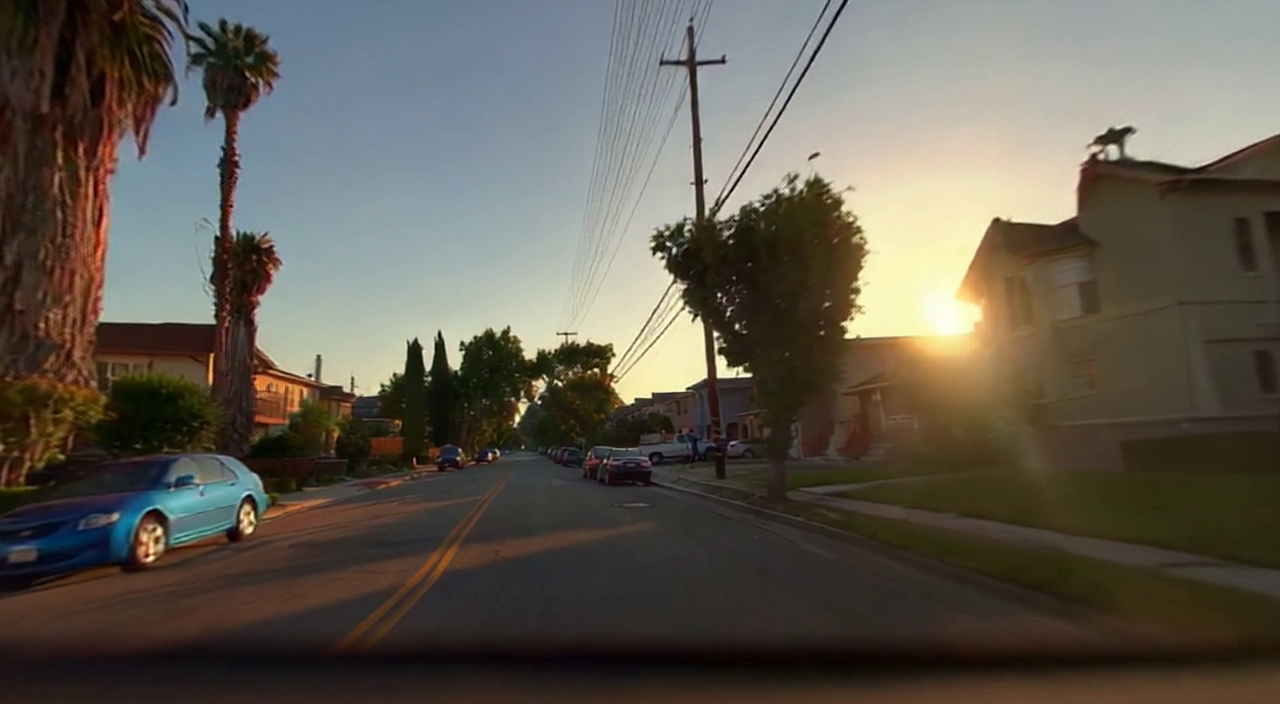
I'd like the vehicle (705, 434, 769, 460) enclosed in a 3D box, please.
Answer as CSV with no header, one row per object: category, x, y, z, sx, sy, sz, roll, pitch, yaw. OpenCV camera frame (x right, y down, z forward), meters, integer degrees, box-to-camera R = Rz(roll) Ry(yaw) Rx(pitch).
vehicle,7.247,7.152,47.514,4.219,1.693,2.324,5,-9,-9

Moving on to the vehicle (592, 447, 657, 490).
vehicle,-0.690,4.415,24.335,1.870,1.490,3.802,1,-9,-11

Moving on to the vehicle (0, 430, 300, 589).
vehicle,-7.554,2.303,9.843,2.410,1.790,4.699,-1,-10,-8

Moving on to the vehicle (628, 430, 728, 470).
vehicle,2.257,6.084,39.285,5.900,2.328,2.603,1,-9,-5
